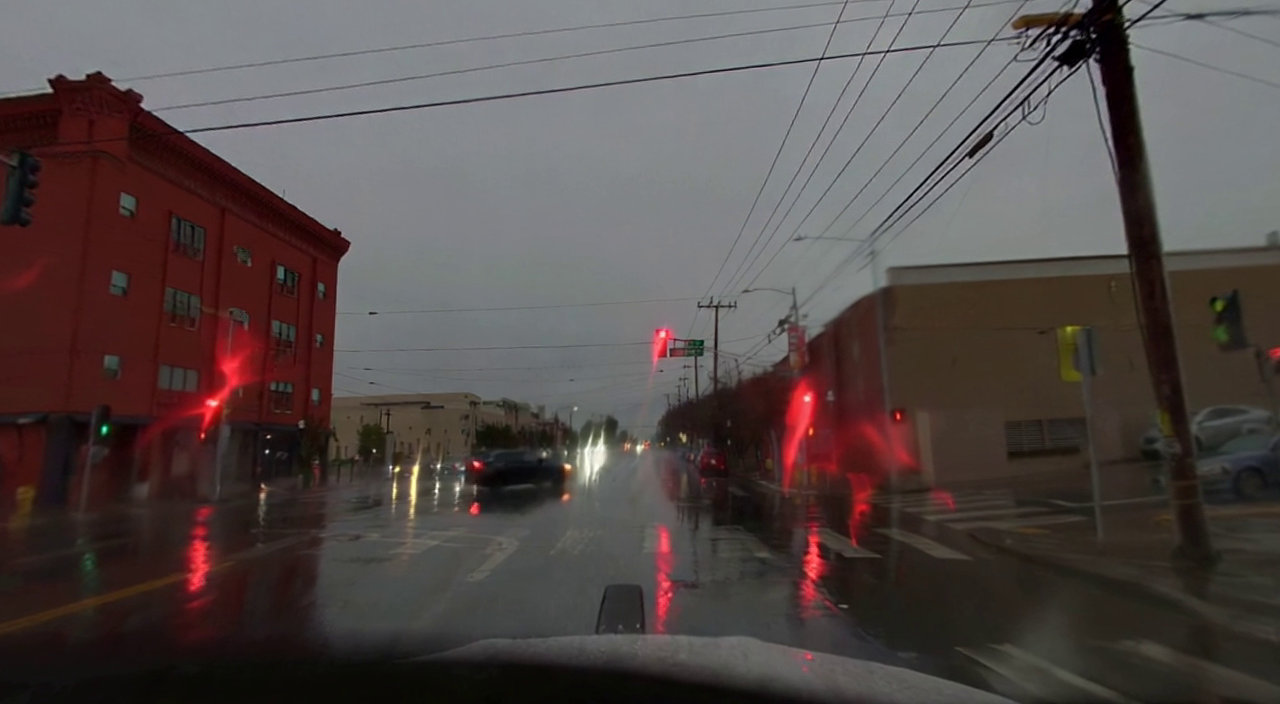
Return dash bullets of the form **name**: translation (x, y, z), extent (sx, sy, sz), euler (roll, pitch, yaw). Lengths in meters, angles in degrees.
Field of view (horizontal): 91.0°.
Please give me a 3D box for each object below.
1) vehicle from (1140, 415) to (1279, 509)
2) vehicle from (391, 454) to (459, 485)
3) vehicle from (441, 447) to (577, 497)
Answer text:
- **vehicle**: translation (12.653, 2.201, 12.779), extent (3.234, 1.746, 1.941), euler (0, -9, 1)
- **vehicle**: translation (-12.046, 6.591, 35.564), extent (1.943, 1.574, 4.727), euler (0, -9, 3)
- **vehicle**: translation (-4.744, 4.378, 23.421), extent (2.120, 1.650, 4.525), euler (-7, -12, 41)
